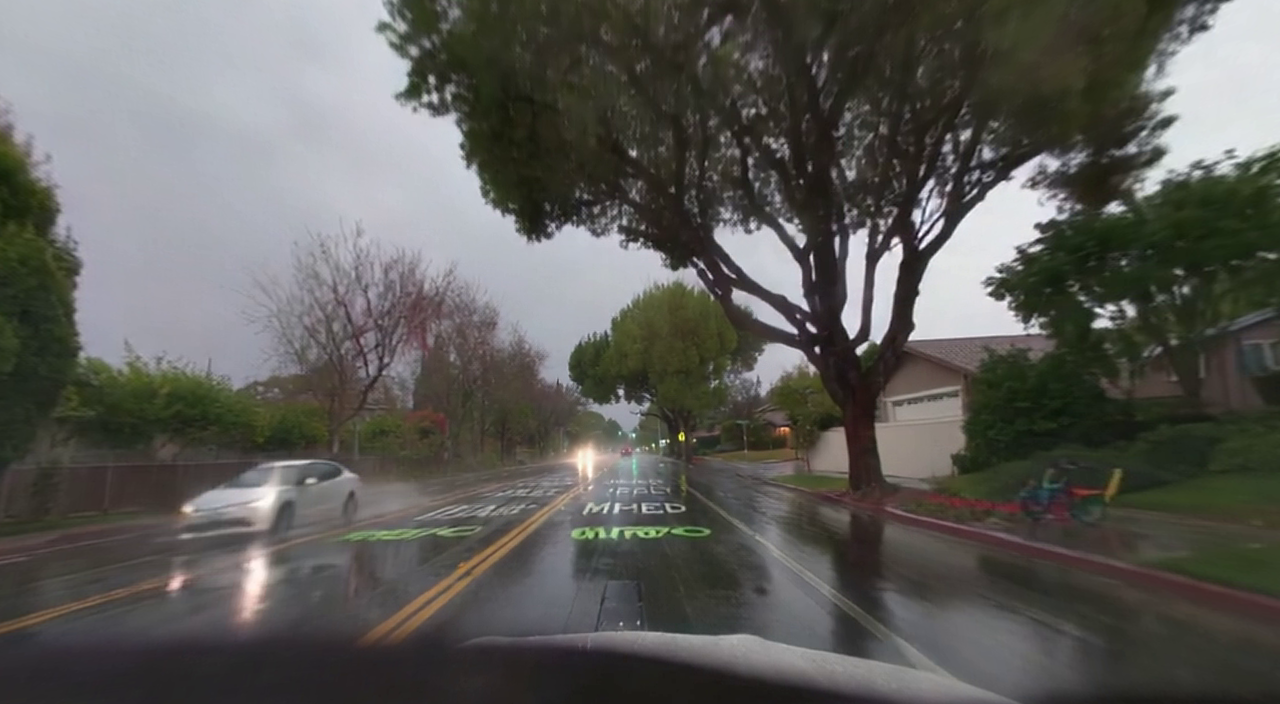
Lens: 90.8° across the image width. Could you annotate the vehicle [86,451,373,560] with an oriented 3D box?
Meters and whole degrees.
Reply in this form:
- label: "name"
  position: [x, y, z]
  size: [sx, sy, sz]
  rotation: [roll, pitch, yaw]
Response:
- label: "vehicle"
  position: [-6.909, 2.582, 11.491]
  size: [2.006, 1.501, 4.789]
  rotation: [0, -9, 0]
